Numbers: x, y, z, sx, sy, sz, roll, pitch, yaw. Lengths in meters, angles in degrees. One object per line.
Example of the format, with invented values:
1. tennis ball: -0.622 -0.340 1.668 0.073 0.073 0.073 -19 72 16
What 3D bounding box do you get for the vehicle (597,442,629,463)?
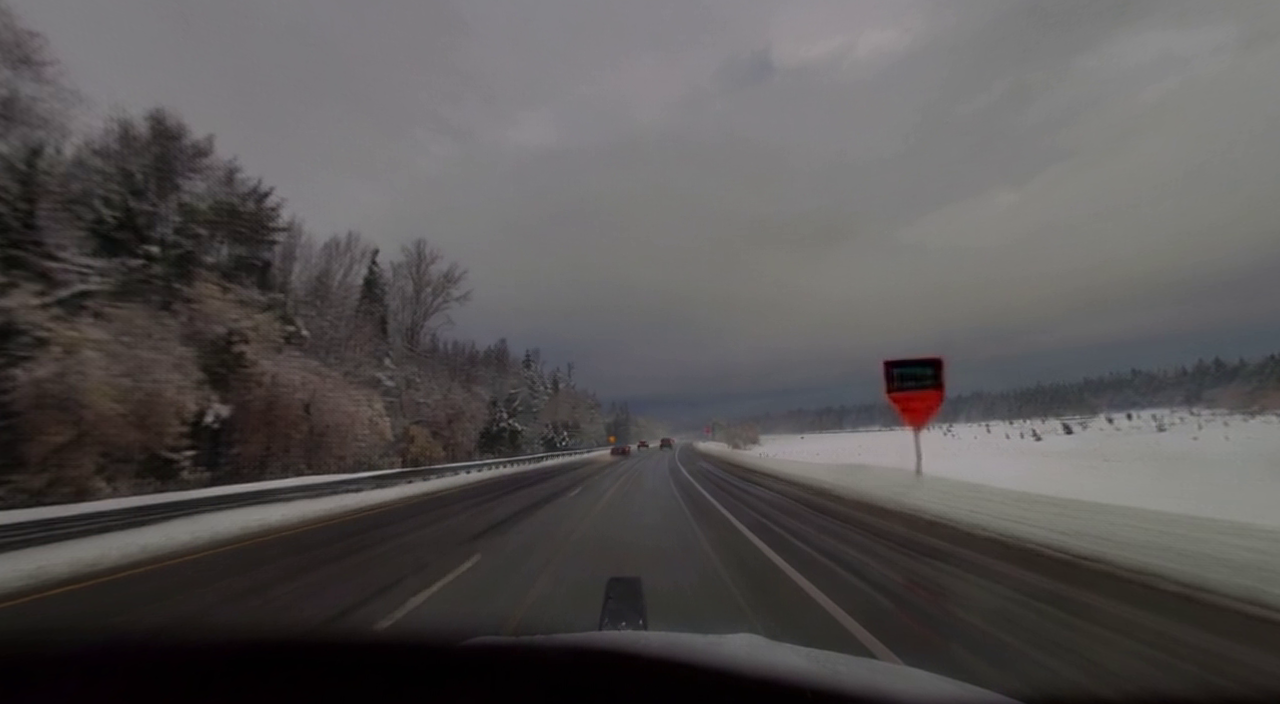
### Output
1. vehicle: -2.013 7.574 47.650 2.118 1.475 4.263 -1 -8 2
